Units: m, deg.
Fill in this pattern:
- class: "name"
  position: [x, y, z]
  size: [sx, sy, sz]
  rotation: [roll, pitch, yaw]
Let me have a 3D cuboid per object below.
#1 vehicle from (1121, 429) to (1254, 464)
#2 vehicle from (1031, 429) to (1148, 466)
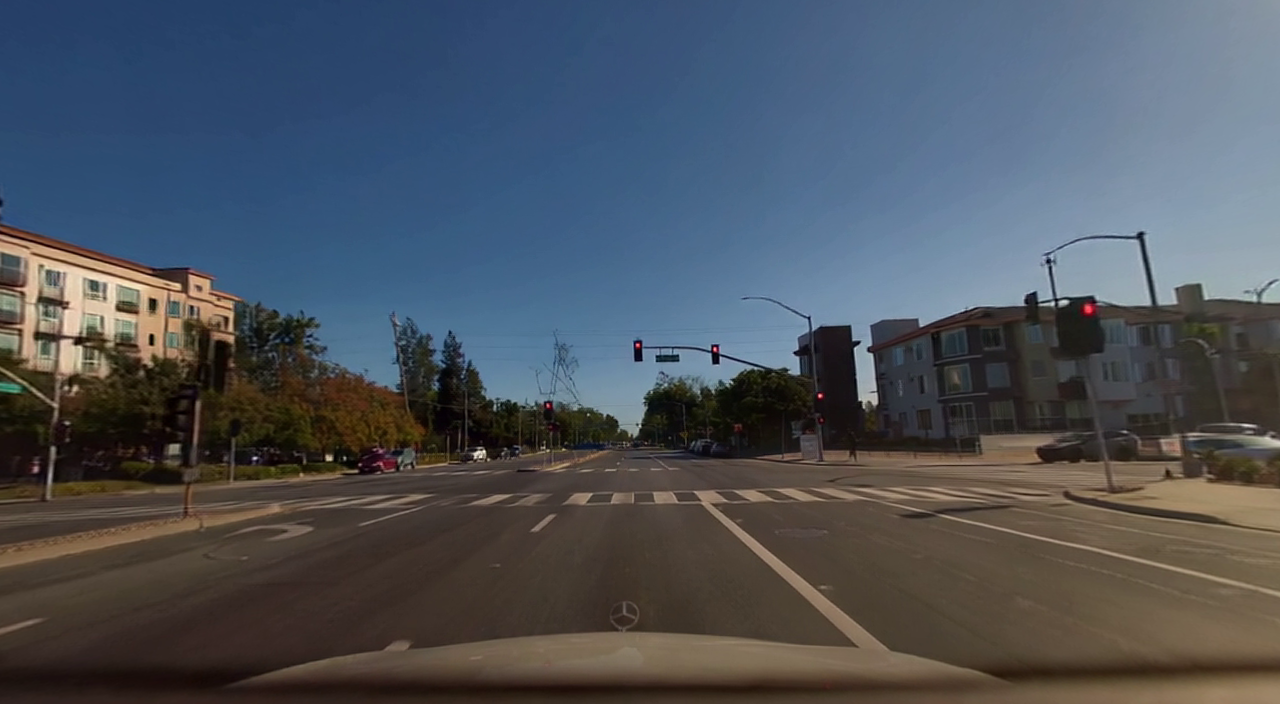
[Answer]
- class: "vehicle"
  position: [27.321, 4.727, 31.621]
  size: [4.910, 1.644, 2.032]
  rotation: [0, -9, -4]
- class: "vehicle"
  position: [22.091, 4.692, 31.144]
  size: [4.323, 1.746, 1.872]
  rotation: [0, -9, -3]
